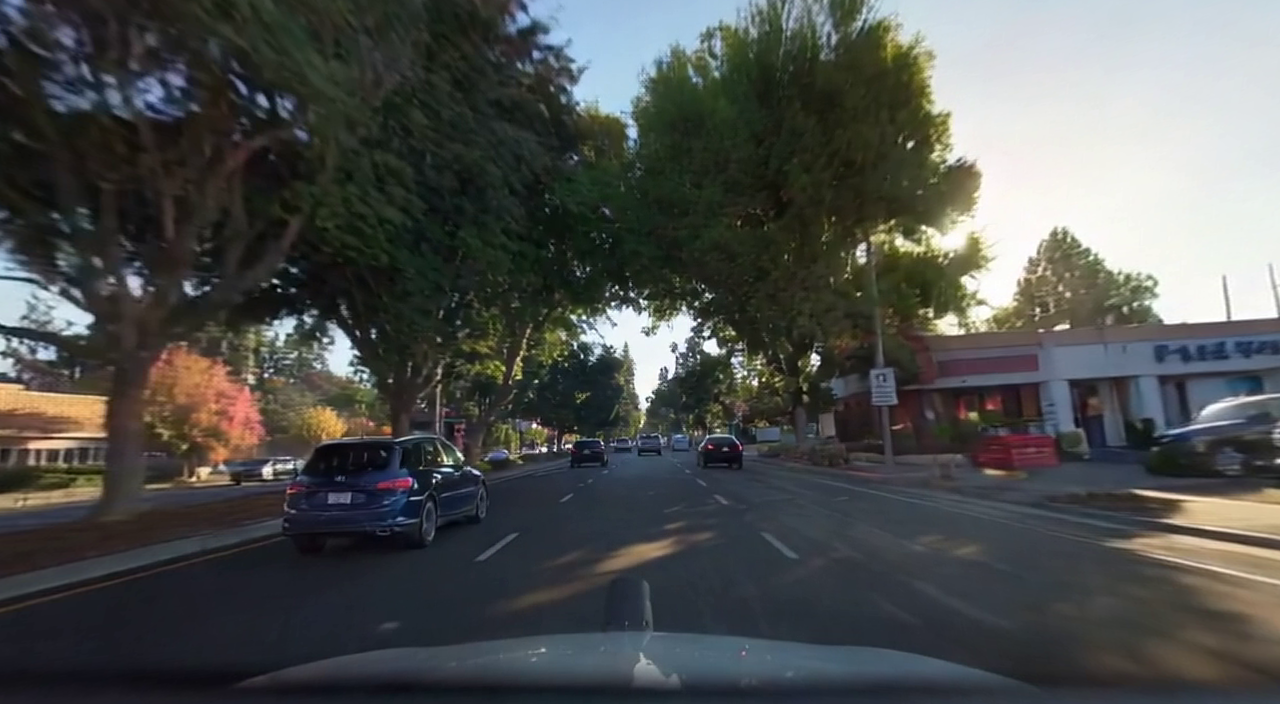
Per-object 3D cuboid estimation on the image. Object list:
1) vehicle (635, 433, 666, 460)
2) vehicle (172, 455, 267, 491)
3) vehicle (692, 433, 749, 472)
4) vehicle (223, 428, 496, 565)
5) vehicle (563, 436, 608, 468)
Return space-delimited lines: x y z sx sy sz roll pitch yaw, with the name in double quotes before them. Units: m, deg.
"vehicle" 0.782 7.035 46.804 2.193 1.873 4.033 0 -8 0
"vehicle" -22.522 6.469 34.006 1.951 1.691 4.483 0 -9 1
"vehicle" 3.424 4.344 27.384 1.922 1.579 3.642 0 -8 -1
"vehicle" -3.584 1.909 9.142 1.908 1.481 4.351 0 -8 1
"vehicle" -2.955 5.504 34.899 2.026 1.665 4.193 0 -8 1
